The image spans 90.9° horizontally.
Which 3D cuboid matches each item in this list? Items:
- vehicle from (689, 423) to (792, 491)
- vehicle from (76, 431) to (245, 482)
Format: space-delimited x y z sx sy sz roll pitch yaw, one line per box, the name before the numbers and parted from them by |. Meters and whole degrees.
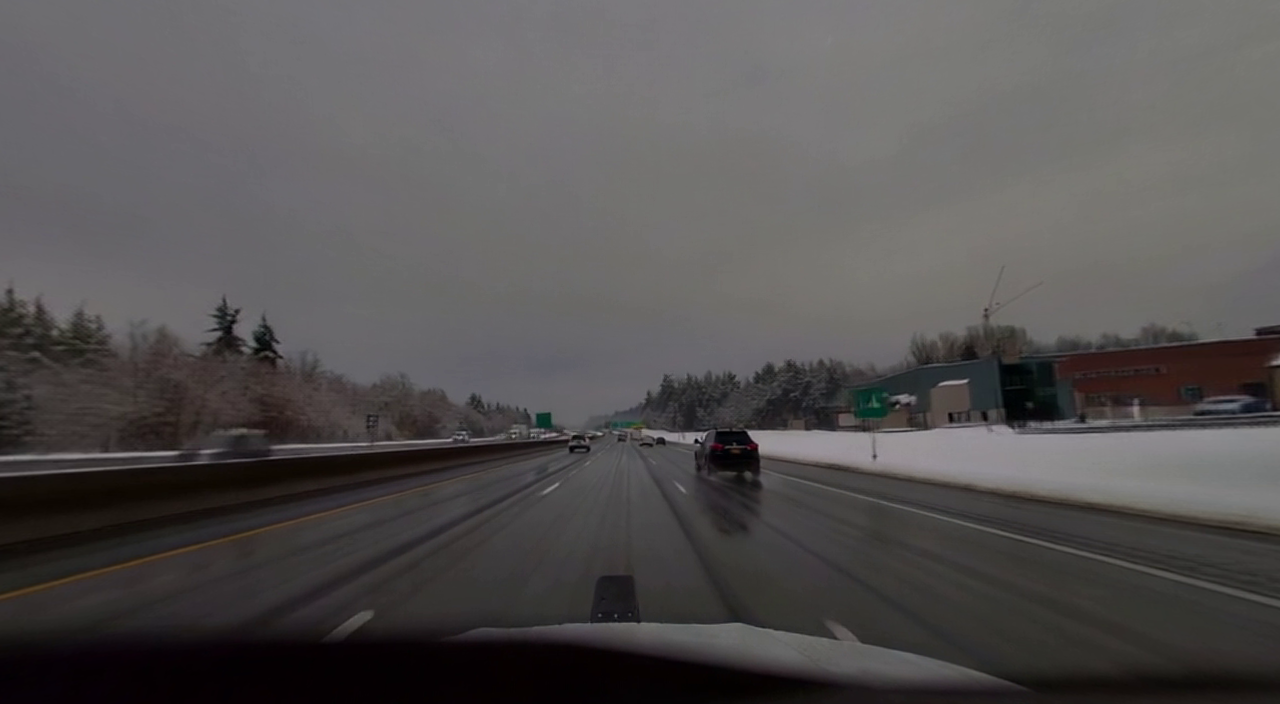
vehicle | 2.639 2.876 17.606 2.022 1.637 4.229 0 -8 -2
vehicle | -16.160 3.529 21.672 2.069 1.524 4.862 0 -8 -1
